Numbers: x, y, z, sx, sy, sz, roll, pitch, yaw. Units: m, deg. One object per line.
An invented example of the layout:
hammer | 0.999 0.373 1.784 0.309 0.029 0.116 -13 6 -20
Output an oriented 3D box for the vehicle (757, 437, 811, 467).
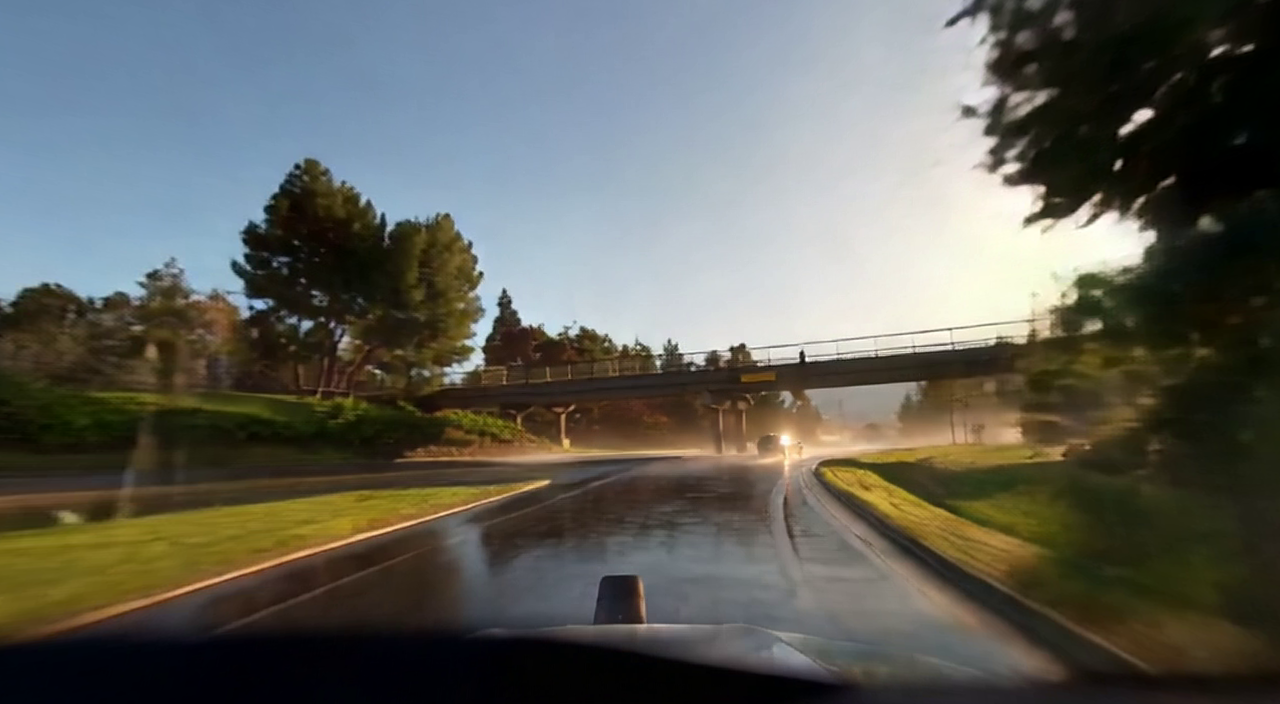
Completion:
vehicle | 7.493 5.160 32.509 1.980 1.449 3.650 -4 -10 23
